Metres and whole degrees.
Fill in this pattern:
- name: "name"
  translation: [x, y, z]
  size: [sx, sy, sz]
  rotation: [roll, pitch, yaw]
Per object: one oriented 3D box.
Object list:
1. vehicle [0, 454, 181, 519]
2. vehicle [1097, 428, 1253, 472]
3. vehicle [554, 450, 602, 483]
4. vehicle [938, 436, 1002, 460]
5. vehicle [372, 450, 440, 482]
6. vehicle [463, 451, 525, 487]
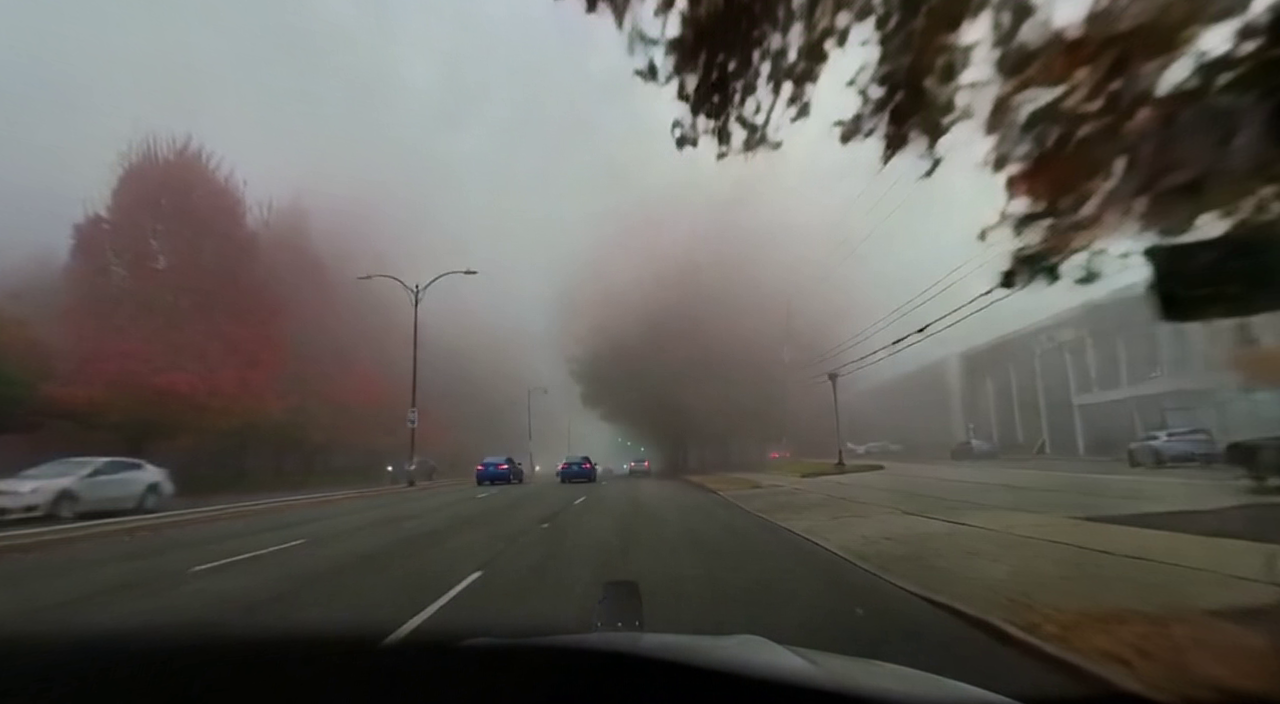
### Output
- name: "vehicle"
  translation: [-15.836, 3.691, 17.866]
  size: [1.969, 1.503, 4.797]
  rotation: [1, -8, 0]
- name: "vehicle"
  translation: [20.596, 3.785, 24.583]
  size: [1.941, 1.485, 4.755]
  rotation: [2, -8, 0]
- name: "vehicle"
  translation: [-3.395, 6.354, 35.205]
  size: [2.085, 1.663, 4.513]
  rotation: [0, -8, 1]
- name: "vehicle"
  translation: [22.053, 6.449, 42.308]
  size: [1.884, 1.532, 4.745]
  rotation: [0, -9, 3]
- name: "vehicle"
  translation: [-15.658, 7.646, 42.571]
  size: [2.276, 1.956, 5.850]
  rotation: [0, -8, 0]
- name: "vehicle"
  translation: [-7.130, 5.725, 31.150]
  size: [1.932, 1.596, 4.247]
  rotation: [0, -8, 1]
